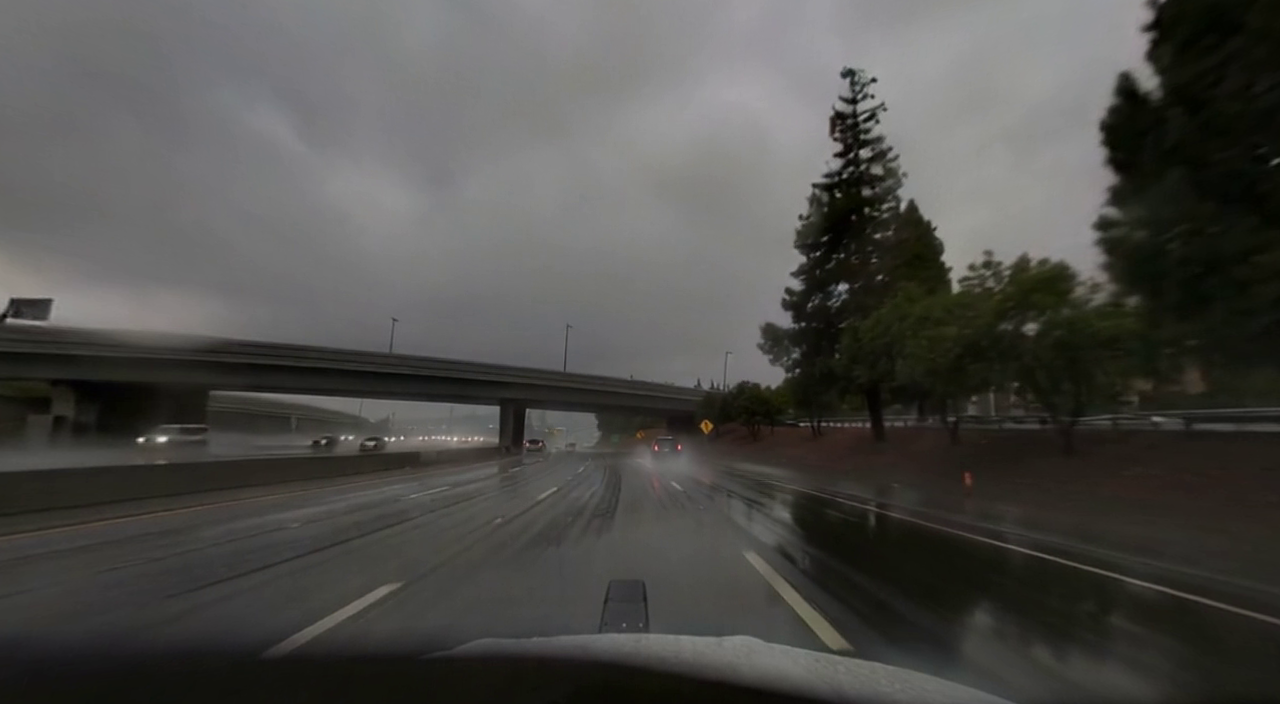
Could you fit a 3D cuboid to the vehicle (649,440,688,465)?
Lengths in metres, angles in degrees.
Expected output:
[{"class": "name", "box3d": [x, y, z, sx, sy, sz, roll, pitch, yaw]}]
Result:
[{"class": "vehicle", "box3d": [1.841, 6.726, 42.432, 2.059, 1.509, 4.670, 0, -8, -4]}]
